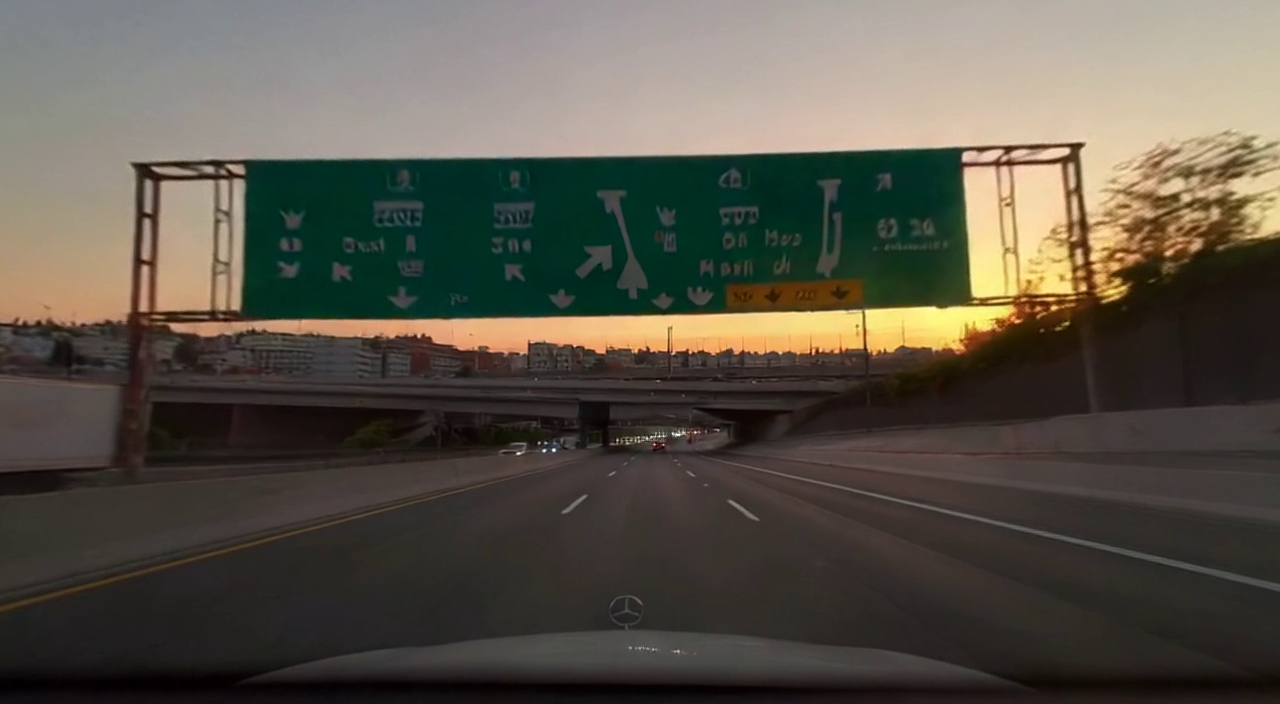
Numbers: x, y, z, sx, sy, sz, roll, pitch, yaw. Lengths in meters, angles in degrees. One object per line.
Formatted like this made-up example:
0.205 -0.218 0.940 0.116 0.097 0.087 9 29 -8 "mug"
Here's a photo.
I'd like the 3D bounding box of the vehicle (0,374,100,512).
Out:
-20.317 2.540 17.542 2.872 4.021 8.230 0 -8 1 "vehicle"
